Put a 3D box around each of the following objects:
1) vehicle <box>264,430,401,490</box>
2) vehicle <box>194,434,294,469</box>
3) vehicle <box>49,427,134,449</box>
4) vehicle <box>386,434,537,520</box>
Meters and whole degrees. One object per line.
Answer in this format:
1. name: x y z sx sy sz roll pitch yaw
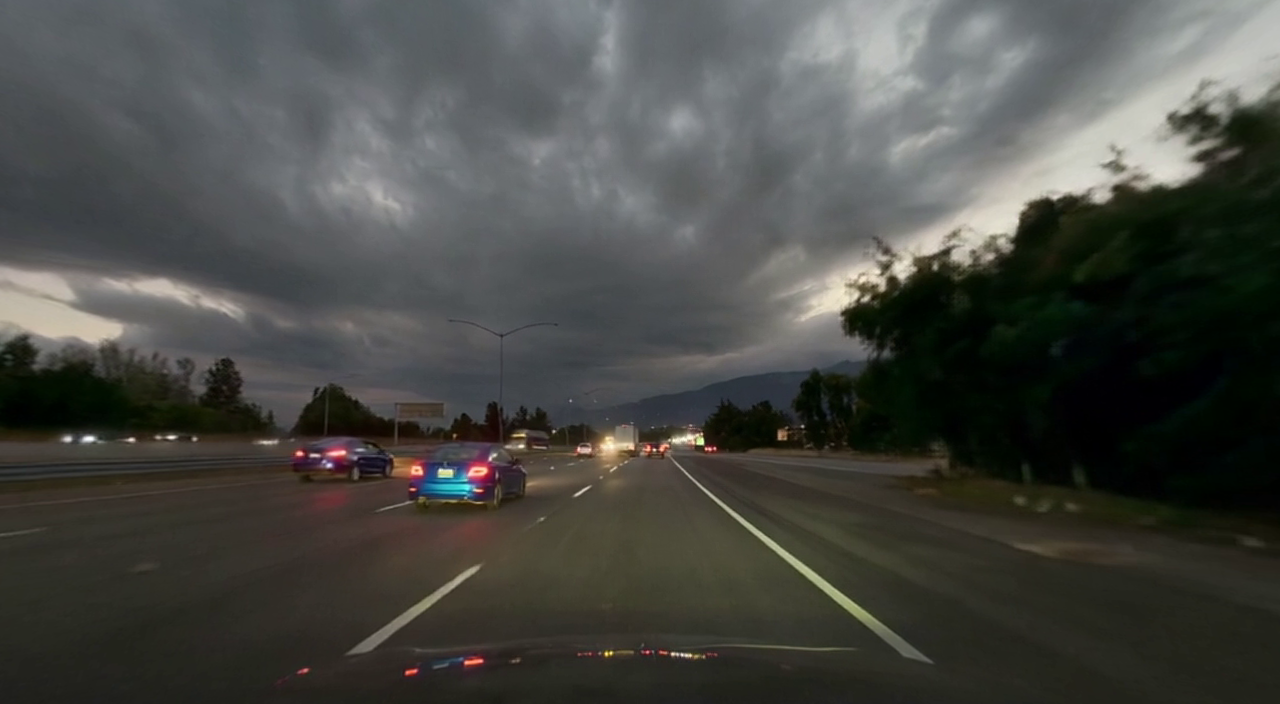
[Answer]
1. vehicle: -10.303 3.643 21.692 2.044 1.810 5.016 0 -8 2
2. vehicle: -24.470 6.174 39.323 2.207 2.002 5.996 0 -8 1
3. vehicle: -40.263 6.355 46.439 1.878 1.527 4.802 0 -8 1
4. vehicle: -3.486 2.501 13.117 1.953 1.511 3.704 0 -8 1
